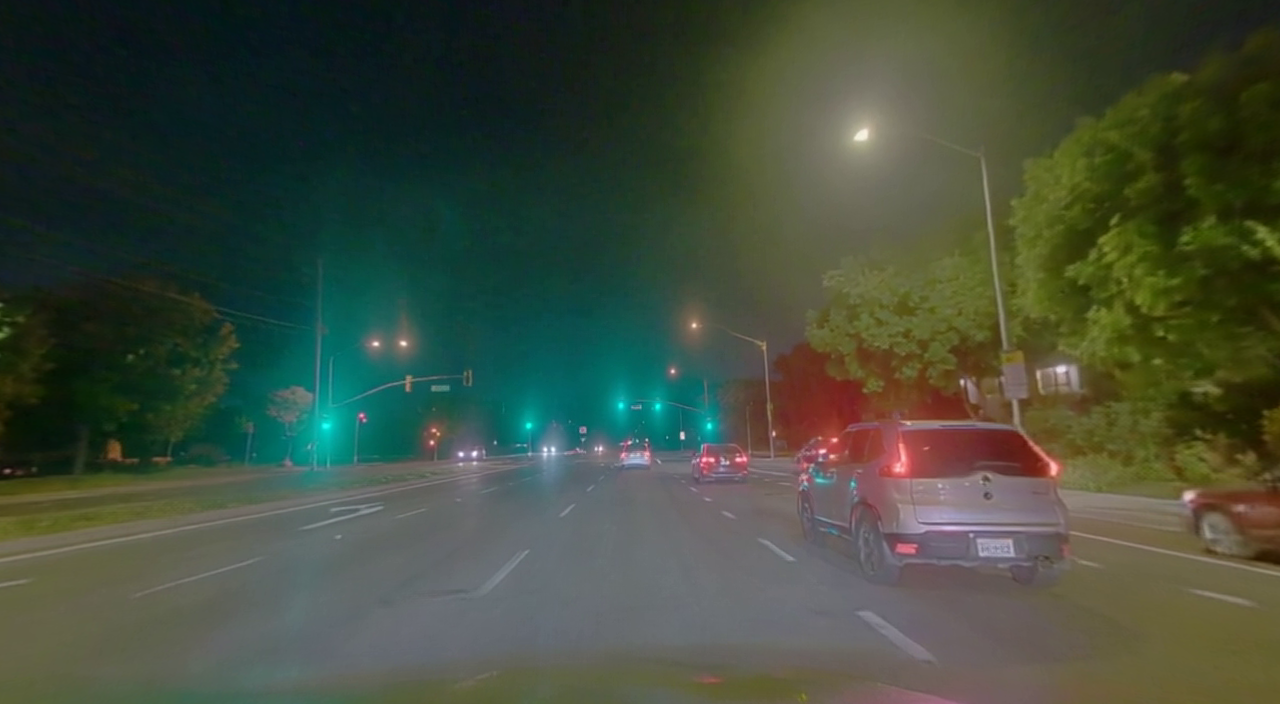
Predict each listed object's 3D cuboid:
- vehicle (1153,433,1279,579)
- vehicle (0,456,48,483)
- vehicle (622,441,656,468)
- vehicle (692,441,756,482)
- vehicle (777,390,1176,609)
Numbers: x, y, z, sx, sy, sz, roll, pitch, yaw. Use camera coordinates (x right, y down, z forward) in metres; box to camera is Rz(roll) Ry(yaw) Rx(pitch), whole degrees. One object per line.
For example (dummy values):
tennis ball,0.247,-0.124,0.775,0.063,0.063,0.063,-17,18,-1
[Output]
vehicle,7.314,1.383,5.325,2.010,1.421,4.586,0,-9,-1
vehicle,-38.278,7.112,38.390,4.260,1.501,1.892,-5,-10,30
vehicle,-0.084,6.848,42.207,2.146,1.685,4.003,0,-9,-1
vehicle,3.167,4.248,24.635,1.889,1.451,4.180,0,-9,0
vehicle,3.233,1.538,7.471,2.129,1.761,4.610,0,-9,0
